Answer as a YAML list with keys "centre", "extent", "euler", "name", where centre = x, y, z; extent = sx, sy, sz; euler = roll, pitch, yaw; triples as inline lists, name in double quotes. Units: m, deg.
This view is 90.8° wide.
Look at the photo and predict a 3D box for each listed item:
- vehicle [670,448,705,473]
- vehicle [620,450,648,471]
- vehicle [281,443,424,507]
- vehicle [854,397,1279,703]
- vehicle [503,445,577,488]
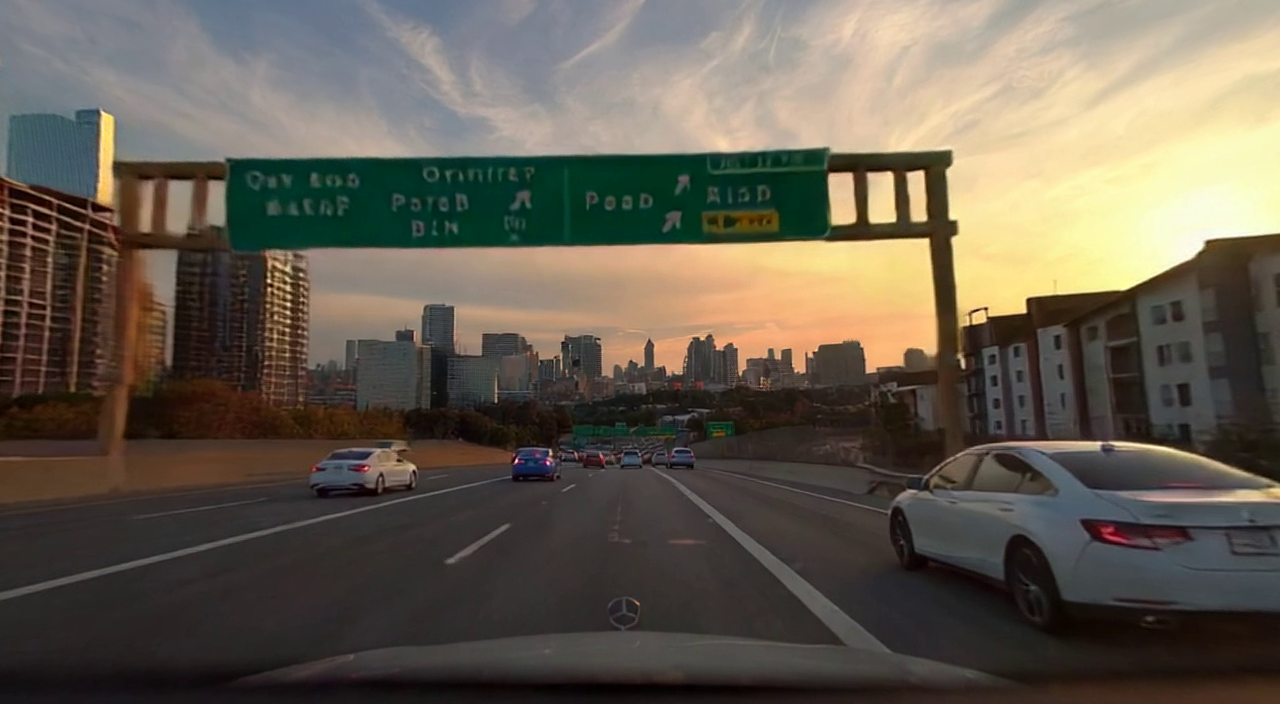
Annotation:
- centre: [3.265, 7.567, 44.328]
  extent: [1.978, 1.602, 4.092]
  euler: [0, -8, -2]
  name: "vehicle"
- centre: [-0.472, 8.055, 47.144]
  extent: [2.019, 1.472, 3.971]
  euler: [0, -8, -1]
  name: "vehicle"
- centre: [-7.687, 3.301, 17.444]
  extent: [1.951, 1.528, 4.209]
  euler: [0, -8, 0]
  name: "vehicle"
- centre: [3.269, 1.209, 4.281]
  extent: [1.995, 1.486, 4.463]
  euler: [0, -8, -1]
  name: "vehicle"
- centre: [-3.812, 4.462, 25.033]
  extent: [2.136, 1.512, 4.488]
  euler: [0, -8, 1]
  name: "vehicle"
